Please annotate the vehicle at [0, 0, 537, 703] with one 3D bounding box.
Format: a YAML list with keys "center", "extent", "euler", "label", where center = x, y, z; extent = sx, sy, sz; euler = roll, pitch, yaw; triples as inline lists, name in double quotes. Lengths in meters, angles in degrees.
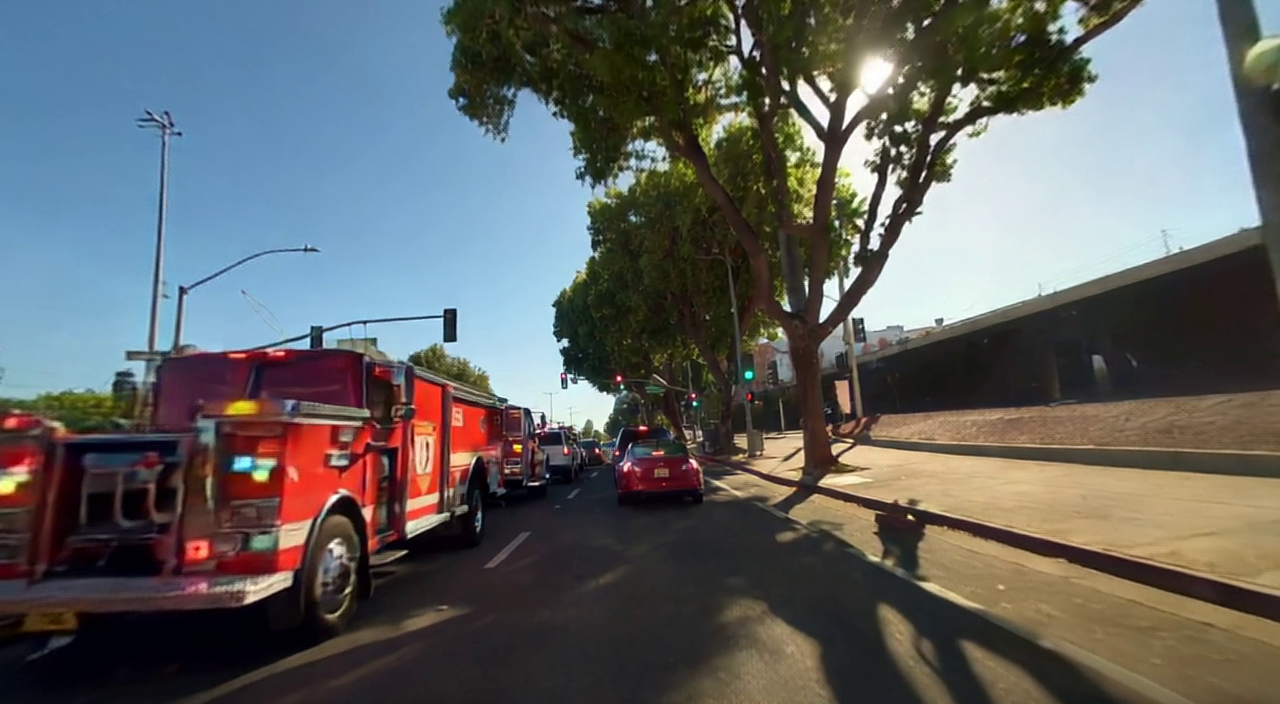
- center: [-3.588, 0.313, 4.942]
  extent: [3.631, 3.655, 12.773]
  euler: [0, -8, -1]
  label: "vehicle"

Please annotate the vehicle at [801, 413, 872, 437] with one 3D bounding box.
- center: [14.593, 5.485, 47.006]
  extent: [4.528, 1.704, 2.073]
  euler: [2, -9, -13]
  label: "vehicle"

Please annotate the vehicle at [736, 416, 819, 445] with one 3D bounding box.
- center: [9.233, 5.317, 42.578]
  extent: [4.955, 1.907, 2.040]
  euler: [1, -8, -11]
  label: "vehicle"

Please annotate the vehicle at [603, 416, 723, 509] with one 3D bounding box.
- center: [0.310, 2.539, 15.006]
  extent: [2.332, 1.831, 4.930]
  euler: [0, -8, -4]
  label: "vehicle"
